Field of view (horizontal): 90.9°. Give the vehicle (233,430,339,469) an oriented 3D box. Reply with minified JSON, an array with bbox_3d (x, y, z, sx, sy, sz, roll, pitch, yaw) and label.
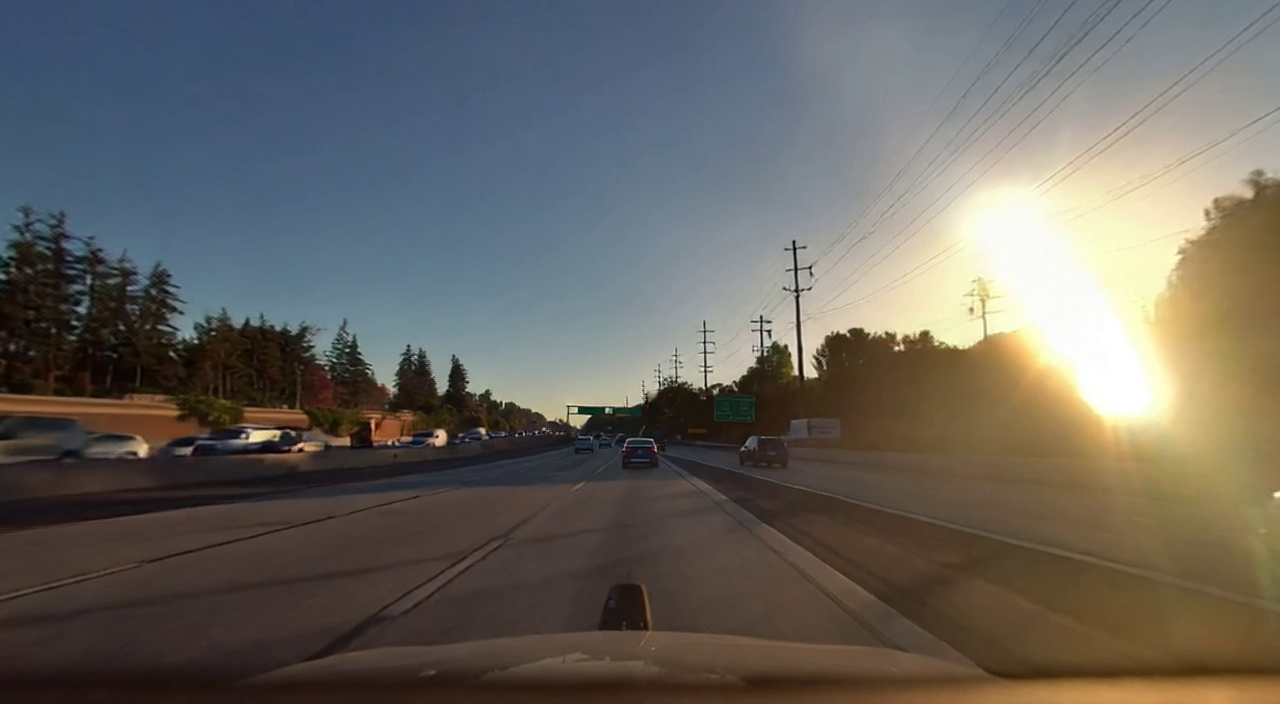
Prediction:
[{"bbox_3d":[-16.041,4.451,28.965,2.055,1.611,4.851,0,-8,0],"label":"vehicle"}]

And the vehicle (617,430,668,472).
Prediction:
[{"bbox_3d":[0.075,4.566,29.240,2.192,1.769,4.287,0,-8,-1],"label":"vehicle"}]

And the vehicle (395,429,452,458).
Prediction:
[{"bbox_3d":[-16.449,7.019,48.364,2.339,2.062,5.804,0,-8,-1],"label":"vehicle"}]

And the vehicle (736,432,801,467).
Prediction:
[{"bbox_3d":[6.706,5.156,33.462,2.099,1.720,4.829,0,-8,-5],"label":"vehicle"}]

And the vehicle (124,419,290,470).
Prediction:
[{"bbox_3d":[-20.354,4.454,30.355,2.860,2.155,7.249,0,-8,0],"label":"vehicle"}]

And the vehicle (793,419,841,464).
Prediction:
[{"bbox_3d":[11.509,5.828,41.162,2.162,2.775,2.707,0,-8,-4],"label":"vehicle"}]

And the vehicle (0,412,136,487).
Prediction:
[{"bbox_3d":[-16.500,2.518,16.235,2.188,1.786,5.759,0,-8,1],"label":"vehicle"}]
